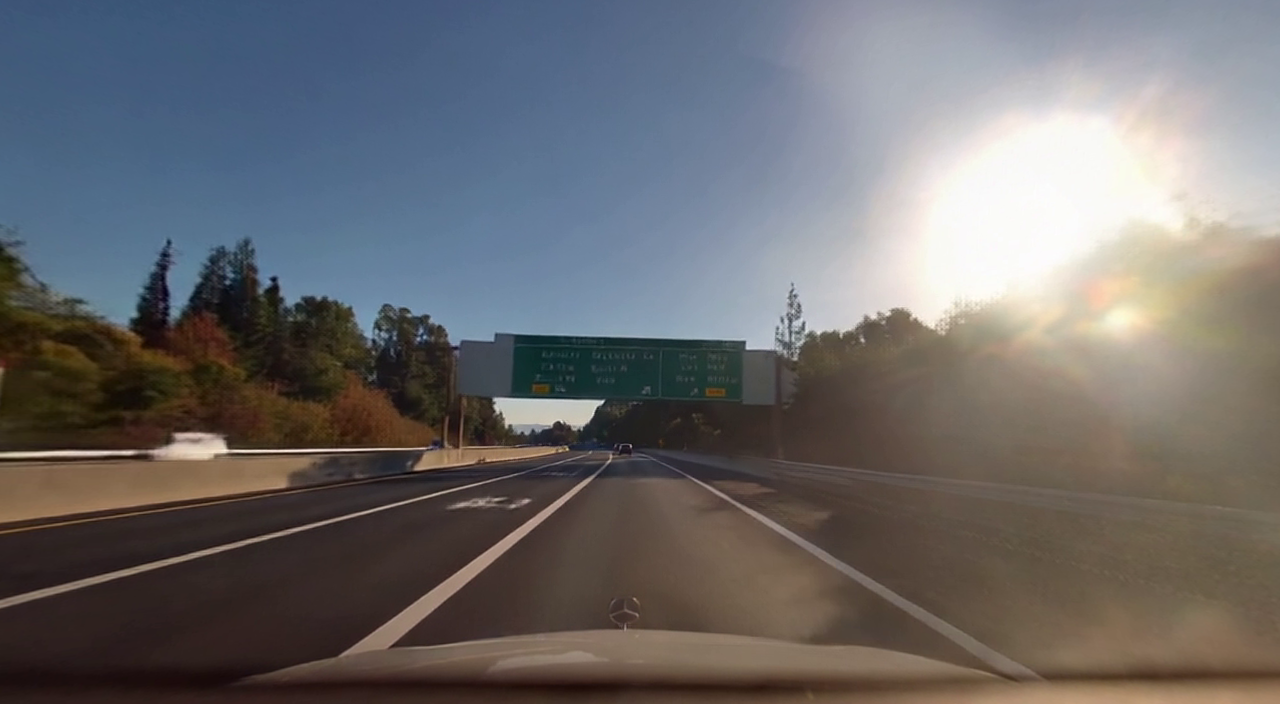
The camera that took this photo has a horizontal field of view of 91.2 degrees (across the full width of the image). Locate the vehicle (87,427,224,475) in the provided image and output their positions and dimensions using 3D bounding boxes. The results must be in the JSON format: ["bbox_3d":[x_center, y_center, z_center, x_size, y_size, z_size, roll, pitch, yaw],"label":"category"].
[{"bbox_3d":[-21.242,4.372,27.855,2.056,1.882,4.990,0,-9,0],"label":"vehicle"}]
